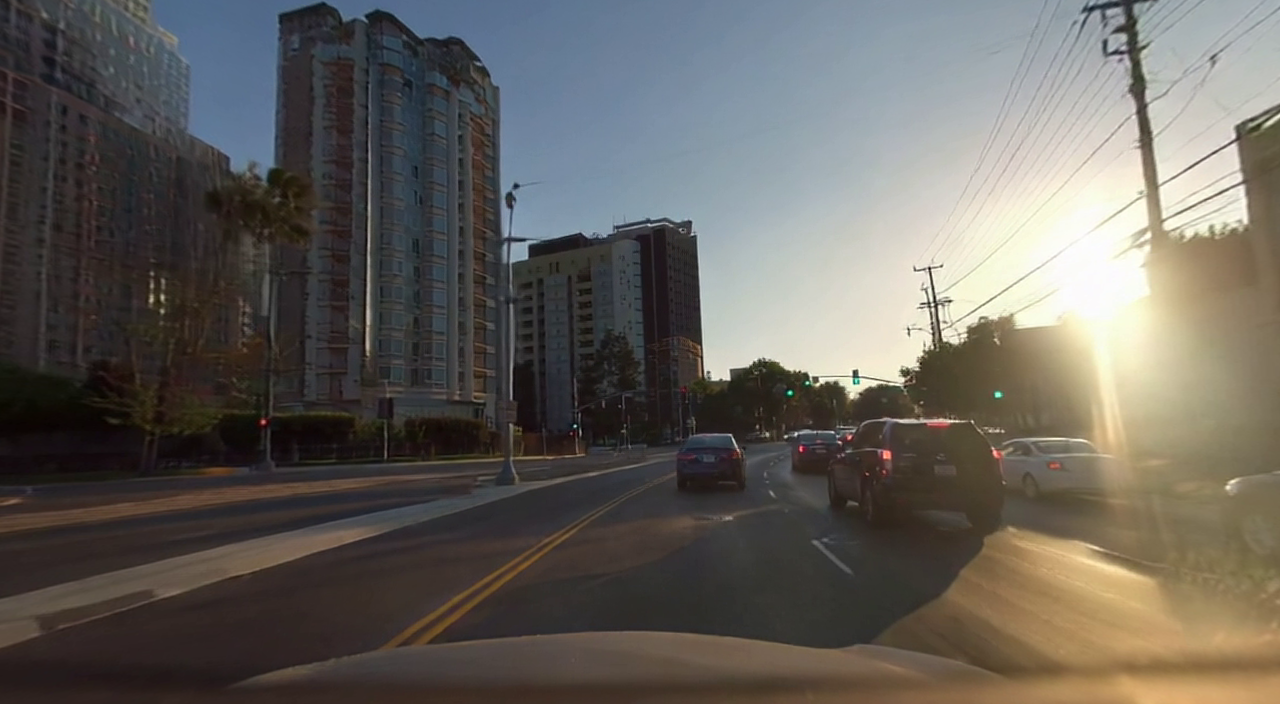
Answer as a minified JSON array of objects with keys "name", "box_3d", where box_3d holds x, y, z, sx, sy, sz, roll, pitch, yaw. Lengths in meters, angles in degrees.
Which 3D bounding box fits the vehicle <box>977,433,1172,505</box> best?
[{"name":"vehicle","box_3d":[10.165,2.746,15.282,1.882,1.463,4.543,-1,-9,7]}]

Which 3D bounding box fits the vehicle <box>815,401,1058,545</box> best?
[{"name":"vehicle","box_3d":[4.464,1.900,10.556,2.119,1.810,4.848,-1,-8,6]}]

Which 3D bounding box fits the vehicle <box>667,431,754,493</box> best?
[{"name":"vehicle","box_3d":[2.084,3.084,17.998,2.168,1.527,4.174,-1,-9,8]}]
